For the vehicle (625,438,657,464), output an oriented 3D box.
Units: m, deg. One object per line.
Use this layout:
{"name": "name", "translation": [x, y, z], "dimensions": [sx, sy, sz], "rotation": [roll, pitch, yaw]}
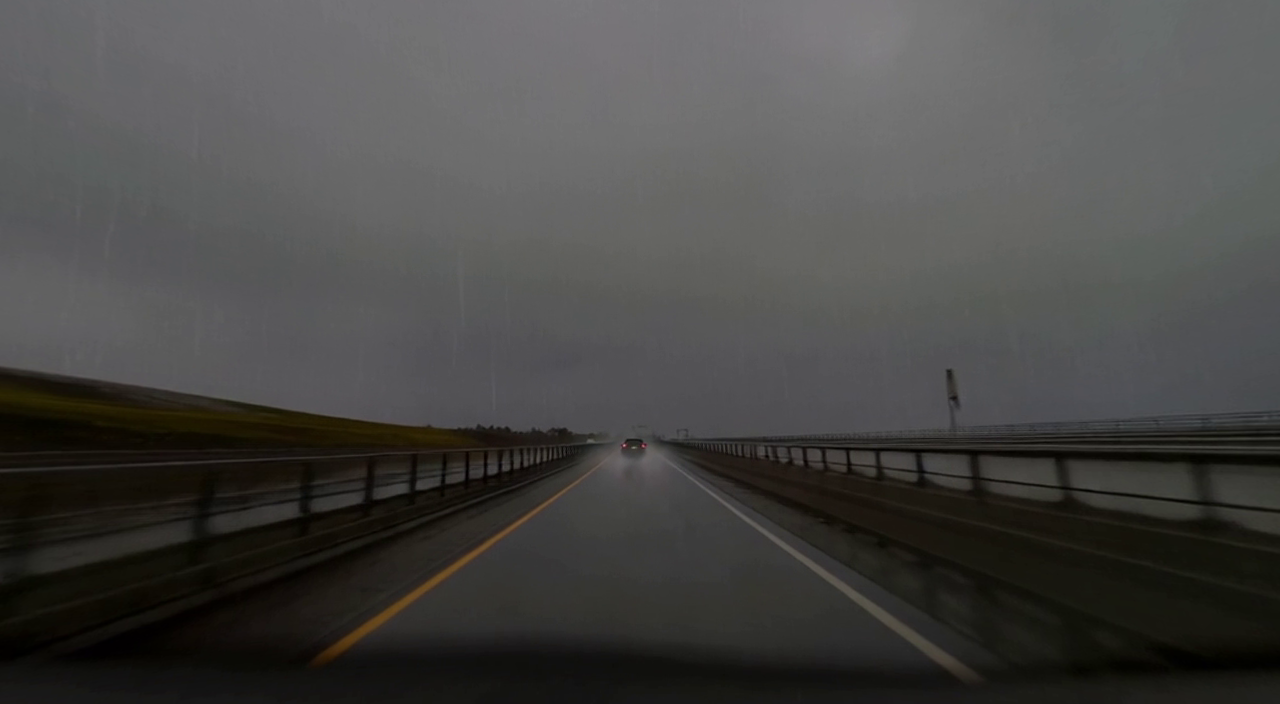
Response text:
{"name": "vehicle", "translation": [0.035, 6.790, 43.234], "dimensions": [2.059, 1.696, 4.165], "rotation": [0, -8, -1]}
